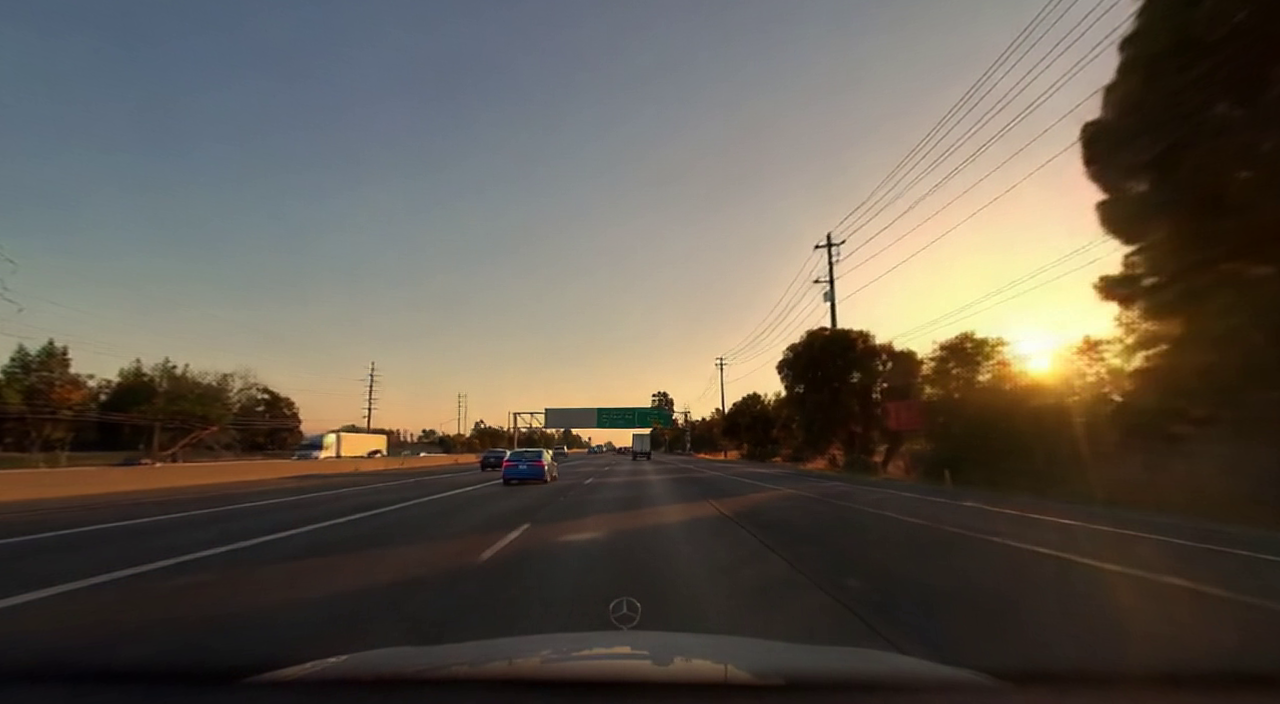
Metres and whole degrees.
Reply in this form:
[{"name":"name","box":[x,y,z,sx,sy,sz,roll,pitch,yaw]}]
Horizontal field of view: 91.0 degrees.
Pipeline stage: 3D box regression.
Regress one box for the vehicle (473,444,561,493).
[{"name":"vehicle","box":[-4.154,4.013,22.041,2.104,1.501,4.459,0,-9,1]}]
